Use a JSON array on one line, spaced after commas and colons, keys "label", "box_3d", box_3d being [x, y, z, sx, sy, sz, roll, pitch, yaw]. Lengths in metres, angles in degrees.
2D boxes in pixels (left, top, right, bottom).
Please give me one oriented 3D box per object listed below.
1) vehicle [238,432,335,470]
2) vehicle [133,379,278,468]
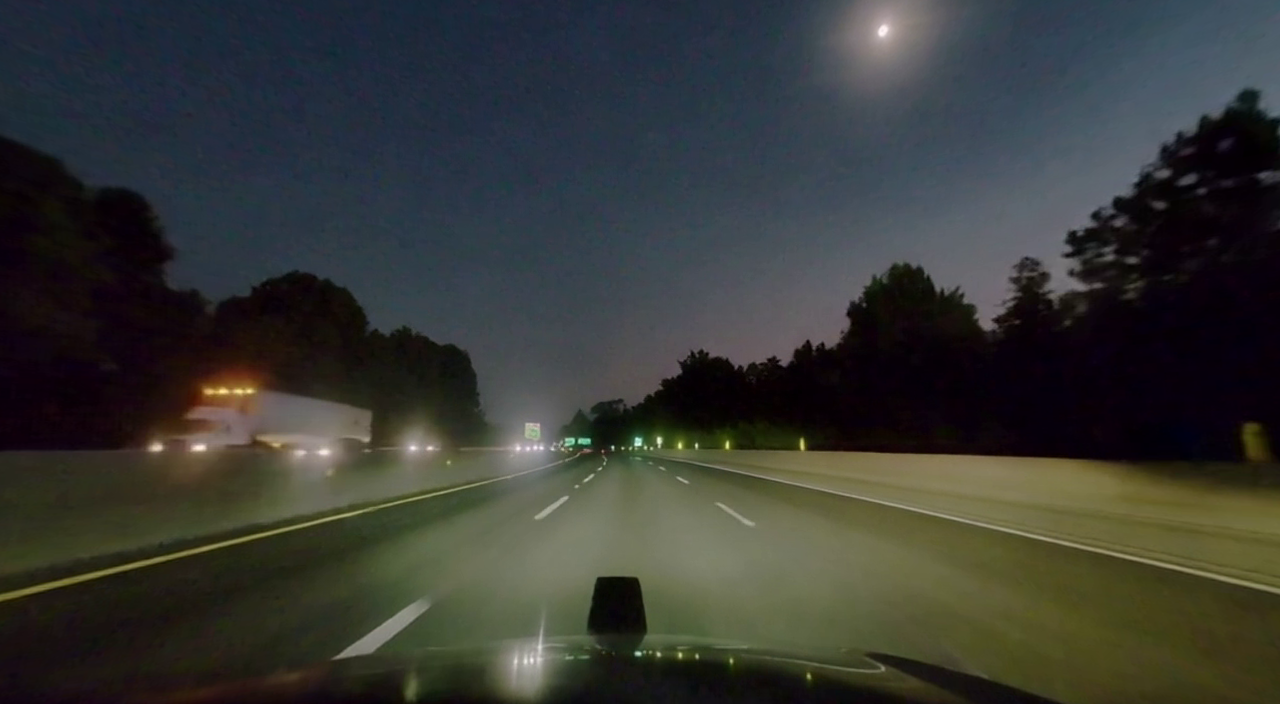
[{"label": "vehicle", "box_3d": [-16.354, 4.626, 29.445, 2.001, 1.638, 4.475, 0, -9, -1]}, {"label": "vehicle", "box_3d": [-21.446, 3.671, 31.607, 2.989, 4.011, 5.907, 0, -9, -2]}]
